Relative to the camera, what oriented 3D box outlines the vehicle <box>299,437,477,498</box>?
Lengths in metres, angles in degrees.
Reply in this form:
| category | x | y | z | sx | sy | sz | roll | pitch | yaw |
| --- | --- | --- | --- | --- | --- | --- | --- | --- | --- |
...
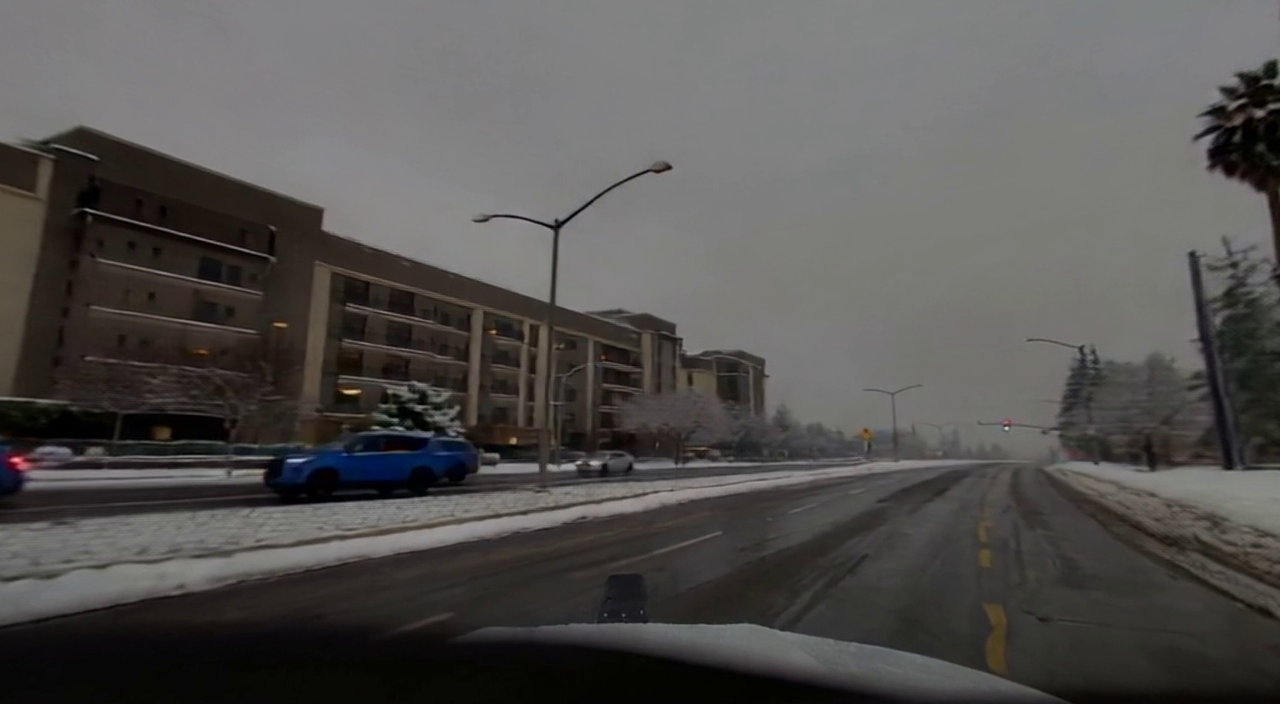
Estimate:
| category | x | y | z | sx | sy | sz | roll | pitch | yaw |
| --- | --- | --- | --- | --- | --- | --- | --- | --- | --- |
| vehicle | -8.919 | 4.121 | 22.974 | 2.273 | 1.890 | 5.841 | -5 | -10 | 29 |

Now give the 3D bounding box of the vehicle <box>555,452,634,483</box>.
| category | x | y | z | sx | sy | sz | roll | pitch | yaw |
| --- | --- | --- | --- | --- | --- | --- | --- | --- | --- |
| vehicle | -2.401 | 6.245 | 34.382 | 1.915 | 1.490 | 4.763 | -5 | -10 | 30 |
